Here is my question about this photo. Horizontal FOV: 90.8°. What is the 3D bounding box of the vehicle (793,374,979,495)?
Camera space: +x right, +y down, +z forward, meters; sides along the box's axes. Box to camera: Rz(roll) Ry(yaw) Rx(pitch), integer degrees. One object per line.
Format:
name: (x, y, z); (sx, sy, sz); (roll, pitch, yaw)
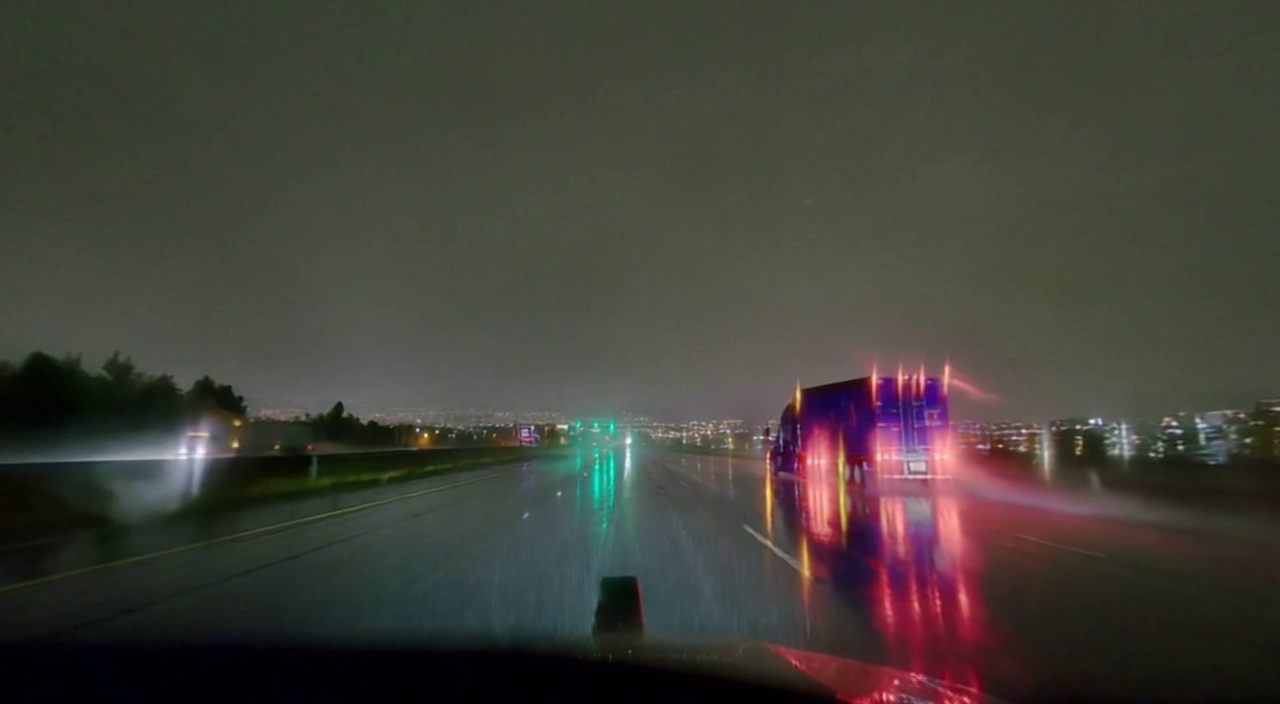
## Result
vehicle: (7.003, 2.607, 19.419); (2.627, 3.011, 7.287); (0, -9, -1)
